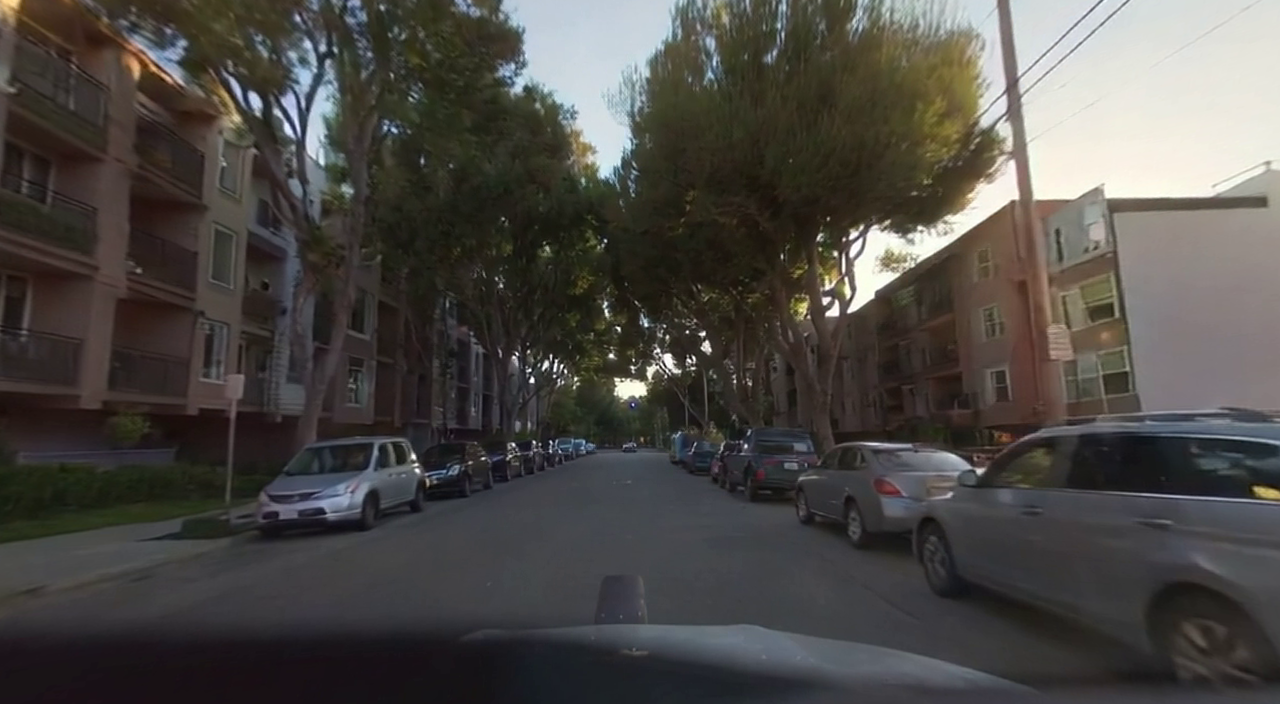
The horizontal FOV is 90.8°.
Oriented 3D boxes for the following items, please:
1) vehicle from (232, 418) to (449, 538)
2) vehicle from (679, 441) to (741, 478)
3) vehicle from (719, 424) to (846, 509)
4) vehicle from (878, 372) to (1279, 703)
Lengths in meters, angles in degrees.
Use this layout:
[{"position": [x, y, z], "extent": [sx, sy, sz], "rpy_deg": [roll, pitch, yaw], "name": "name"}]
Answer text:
[{"position": [-5.453, 2.342, 12.412], "extent": [2.069, 1.881, 4.697], "rpy_deg": [0, -8, -2], "name": "vehicle"}, {"position": [3.160, 4.951, 29.377], "extent": [2.007, 1.545, 4.562], "rpy_deg": [1, -8, -5], "name": "vehicle"}, {"position": [3.417, 2.854, 16.195], "extent": [2.024, 1.825, 4.684], "rpy_deg": [0, -8, -2], "name": "vehicle"}, {"position": [3.451, 1.197, 4.183], "extent": [1.964, 1.646, 4.543], "rpy_deg": [2, -8, 0], "name": "vehicle"}]
